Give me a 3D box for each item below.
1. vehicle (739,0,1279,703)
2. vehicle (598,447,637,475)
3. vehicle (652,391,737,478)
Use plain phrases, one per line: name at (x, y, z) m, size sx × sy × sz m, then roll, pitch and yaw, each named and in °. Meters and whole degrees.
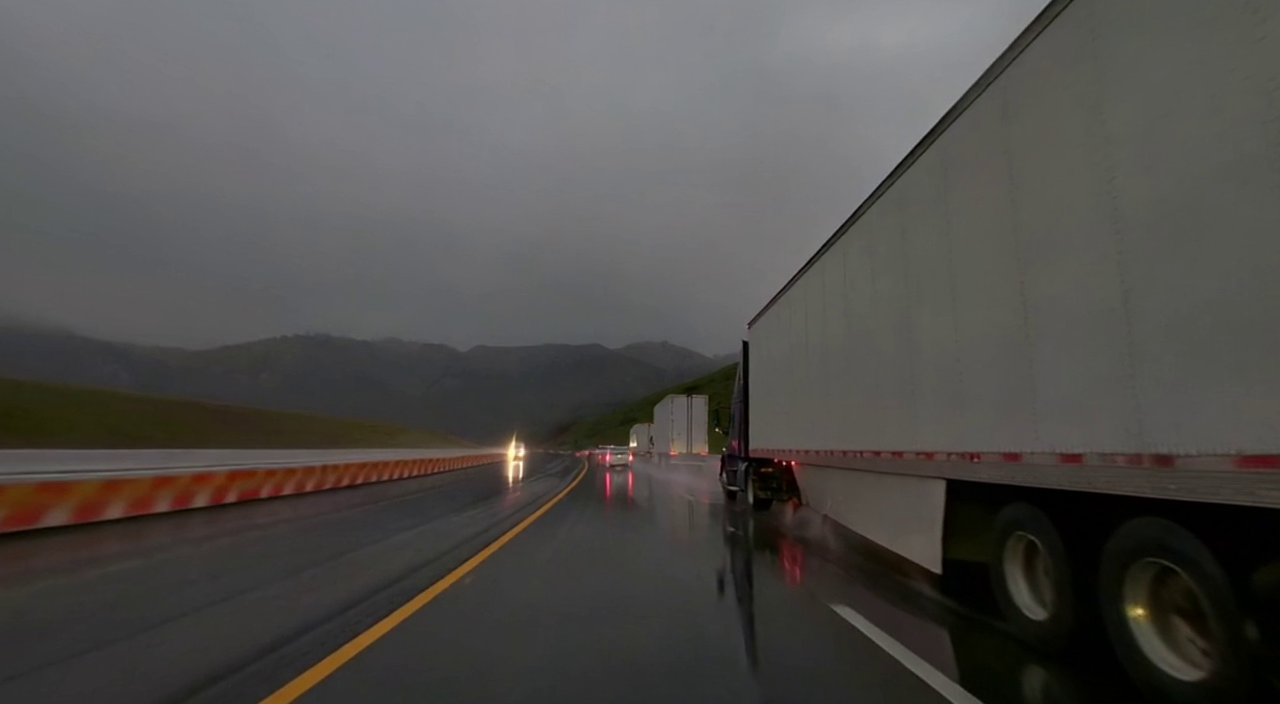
vehicle at (3.986, 0.552, 8.164) m, size 2.911 × 4.099 × 14.578 m, roll 0°, pitch -9°, yaw -1°
vehicle at (-1.234, 6.010, 34.913) m, size 2.029 × 1.437 × 3.794 m, roll 0°, pitch -9°, yaw -2°
vehicle at (2.664, 4.911, 36.357) m, size 2.826 × 4.050 × 13.845 m, roll 1°, pitch -9°, yaw -4°
